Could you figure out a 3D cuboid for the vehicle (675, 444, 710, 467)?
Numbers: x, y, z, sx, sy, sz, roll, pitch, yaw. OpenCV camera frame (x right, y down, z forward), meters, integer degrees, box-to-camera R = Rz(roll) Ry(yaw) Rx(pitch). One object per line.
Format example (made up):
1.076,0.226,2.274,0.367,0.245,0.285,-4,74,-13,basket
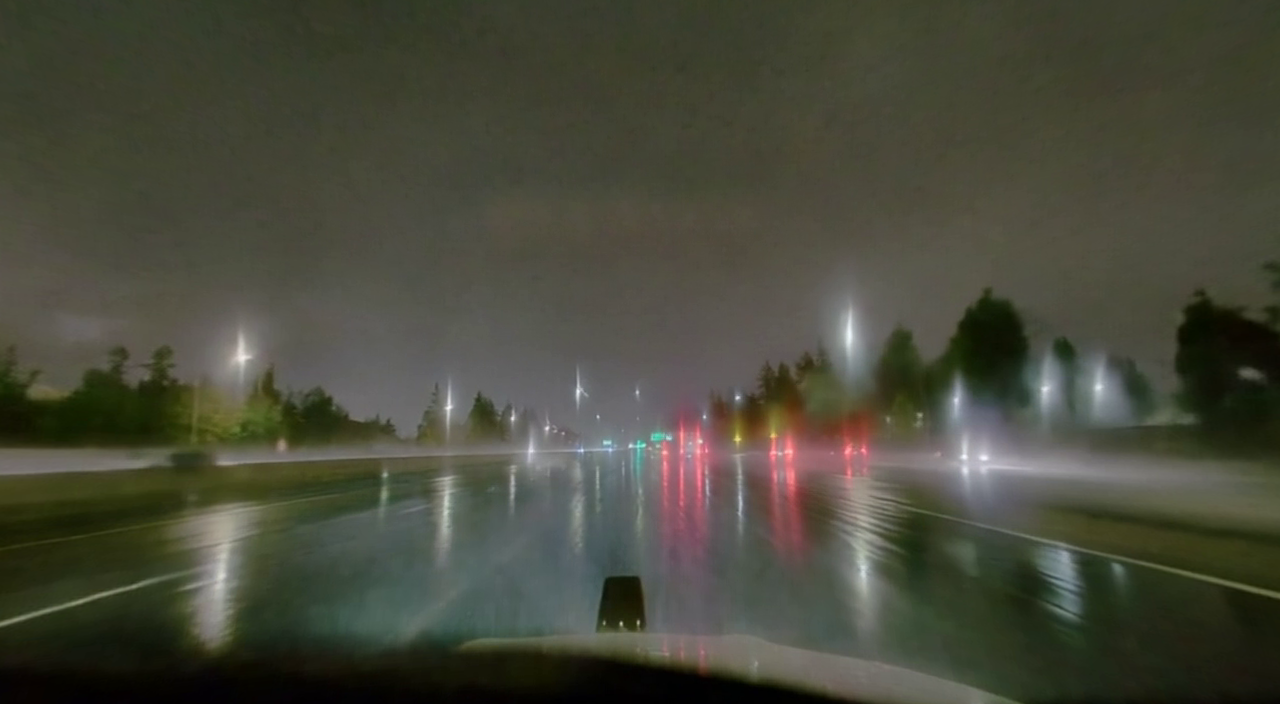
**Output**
3.614,7.263,44.310,2.033,1.501,4.398,0,-9,-1,vehicle
